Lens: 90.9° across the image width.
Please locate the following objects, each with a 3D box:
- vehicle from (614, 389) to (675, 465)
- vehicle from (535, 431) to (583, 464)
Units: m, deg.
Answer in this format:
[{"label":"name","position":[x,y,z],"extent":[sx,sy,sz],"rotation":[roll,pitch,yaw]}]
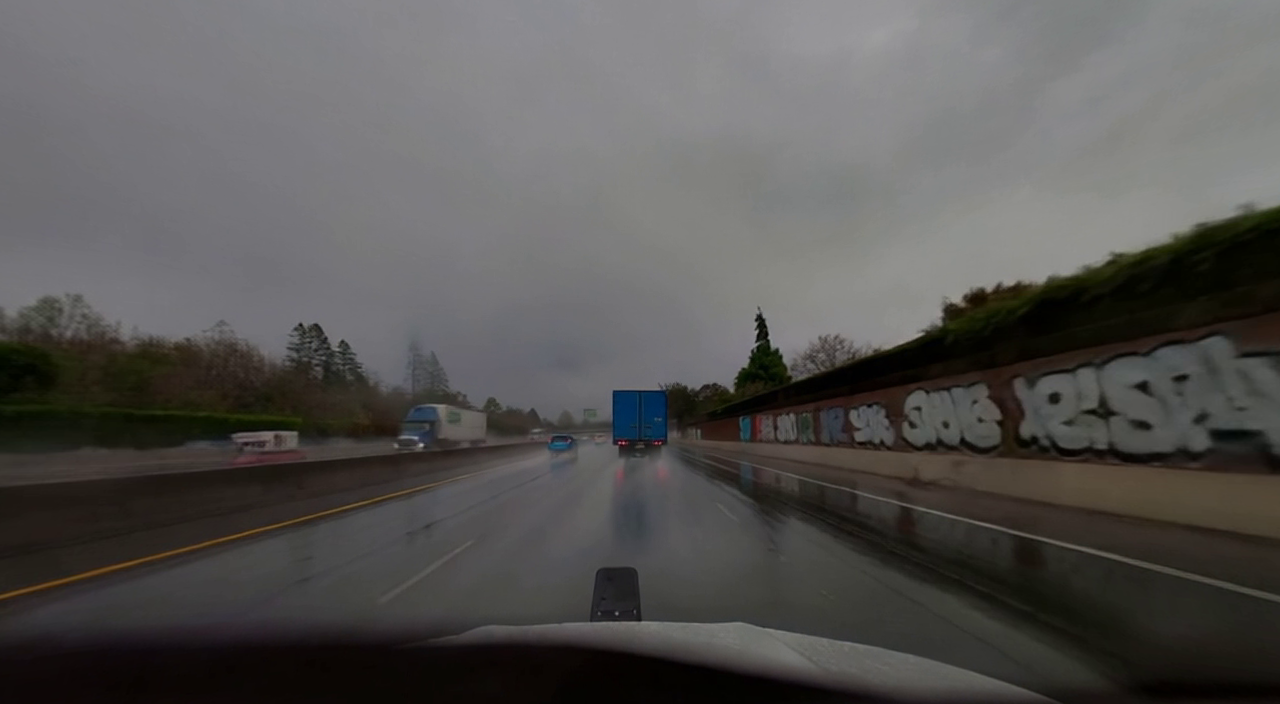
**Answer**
[{"label":"vehicle","position":[0.122,4.236,35.002],"extent":[2.927,3.649,9.443],"rotation":[0,-8,-1]},{"label":"vehicle","position":[-4.299,5.129,34.134],"extent":[2.058,1.645,4.130],"rotation":[0,-8,0]}]
